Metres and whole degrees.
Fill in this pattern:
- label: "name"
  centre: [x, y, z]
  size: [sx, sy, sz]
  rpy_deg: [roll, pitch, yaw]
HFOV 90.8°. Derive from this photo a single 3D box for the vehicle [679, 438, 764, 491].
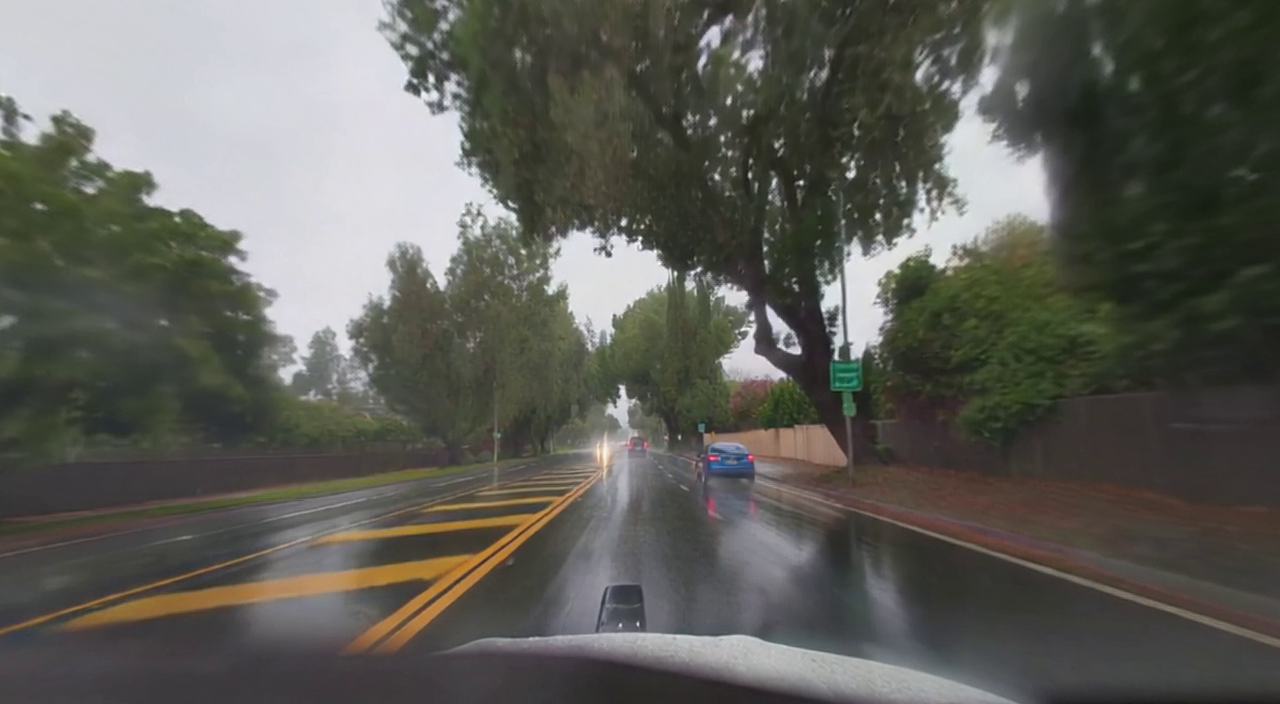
- label: "vehicle"
  centre: [2.412, 3.479, 19.896]
  size: [1.991, 1.476, 4.153]
  rpy_deg: [0, -8, -2]
